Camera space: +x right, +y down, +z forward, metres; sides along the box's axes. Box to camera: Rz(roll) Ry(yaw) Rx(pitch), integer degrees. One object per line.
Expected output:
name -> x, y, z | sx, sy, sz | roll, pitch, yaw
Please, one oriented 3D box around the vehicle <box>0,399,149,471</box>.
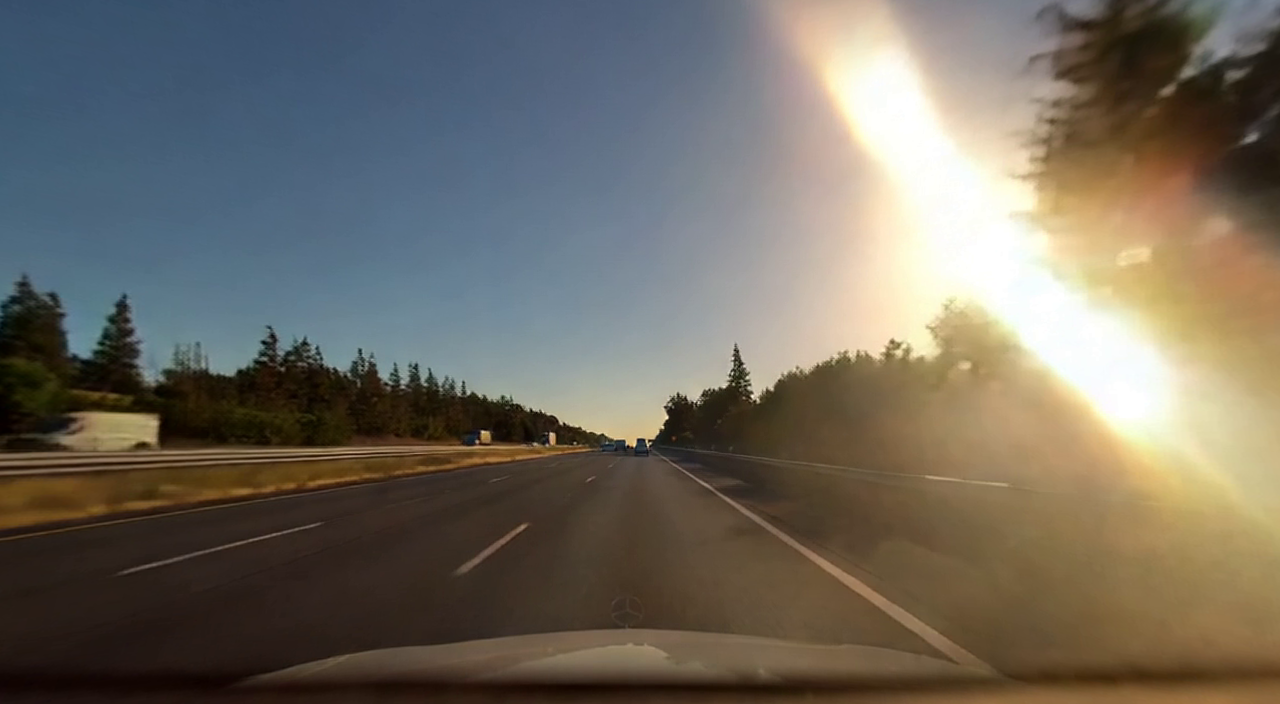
vehicle -> -23.806, 3.455, 25.957 | 2.245, 2.605, 5.833 | 0, -8, 1
